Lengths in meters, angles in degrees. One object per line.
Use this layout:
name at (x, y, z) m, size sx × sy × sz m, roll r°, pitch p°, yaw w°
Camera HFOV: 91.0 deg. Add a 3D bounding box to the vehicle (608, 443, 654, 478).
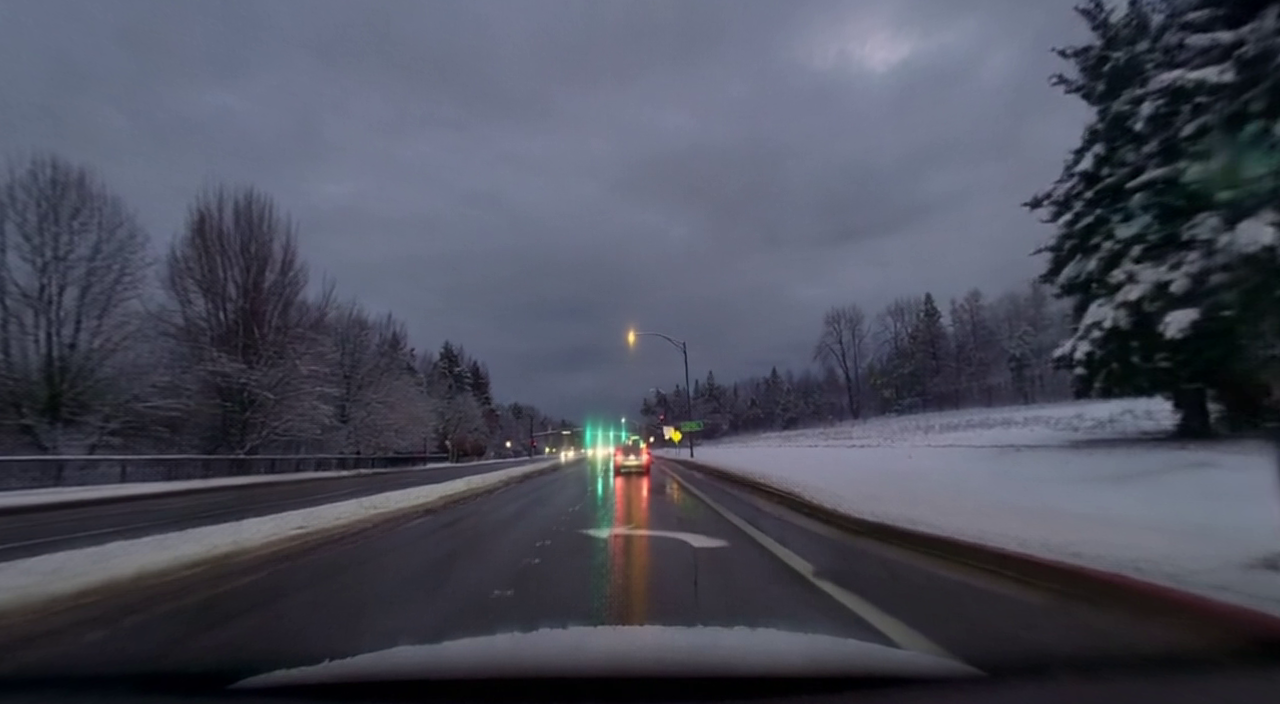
vehicle at (-0.430, 4.889, 28.547) m, size 1.954 × 1.469 × 3.465 m, roll 0°, pitch -9°, yaw -1°
